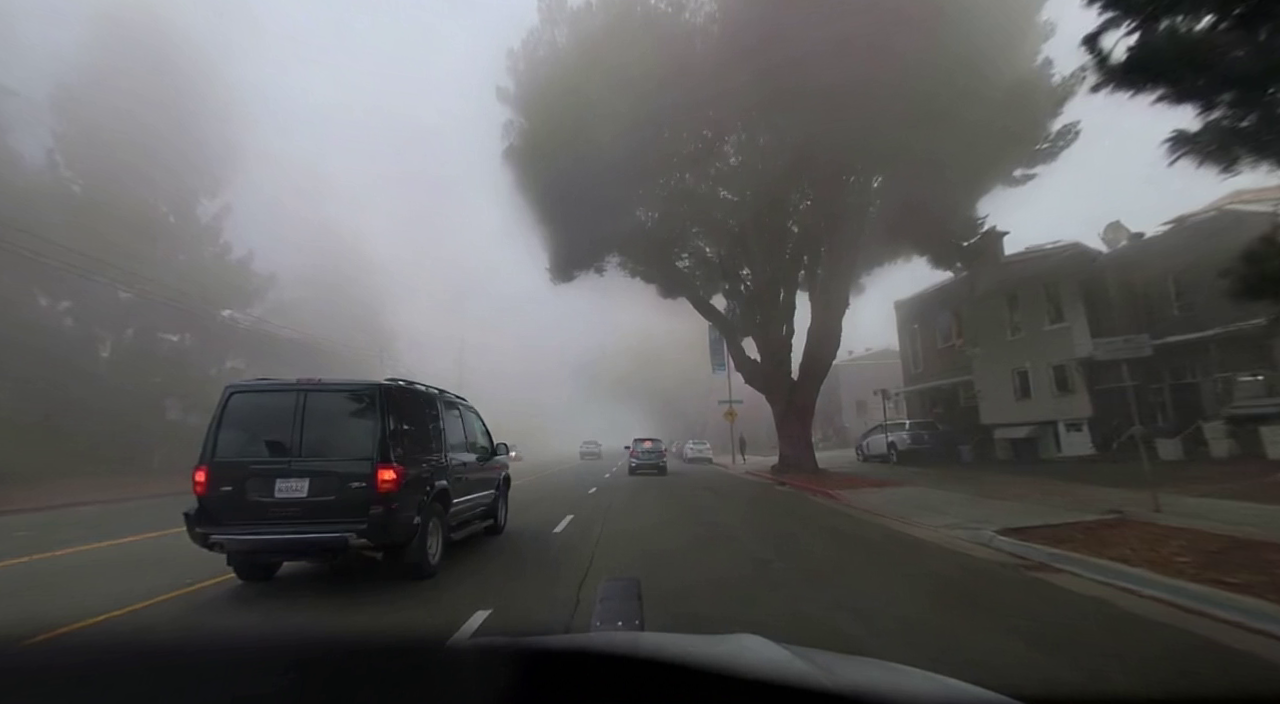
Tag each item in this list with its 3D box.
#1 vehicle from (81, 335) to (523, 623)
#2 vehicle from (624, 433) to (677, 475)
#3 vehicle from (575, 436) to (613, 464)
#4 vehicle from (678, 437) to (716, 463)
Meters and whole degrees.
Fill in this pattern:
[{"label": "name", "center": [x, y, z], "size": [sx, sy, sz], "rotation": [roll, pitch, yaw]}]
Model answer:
[{"label": "vehicle", "center": [-2.954, 1.299, 7.280], "size": [2.213, 2.123, 5.124], "rotation": [0, -9, 0]}, {"label": "vehicle", "center": [0.419, 4.434, 27.640], "size": [2.126, 1.657, 4.132], "rotation": [0, -9, 0]}, {"label": "vehicle", "center": [-2.828, 6.174, 39.790], "size": [2.028, 1.689, 4.162], "rotation": [0, -9, 1]}, {"label": "vehicle", "center": [3.774, 6.598, 42.701], "size": [1.947, 1.646, 4.782], "rotation": [0, -9, -2]}]
